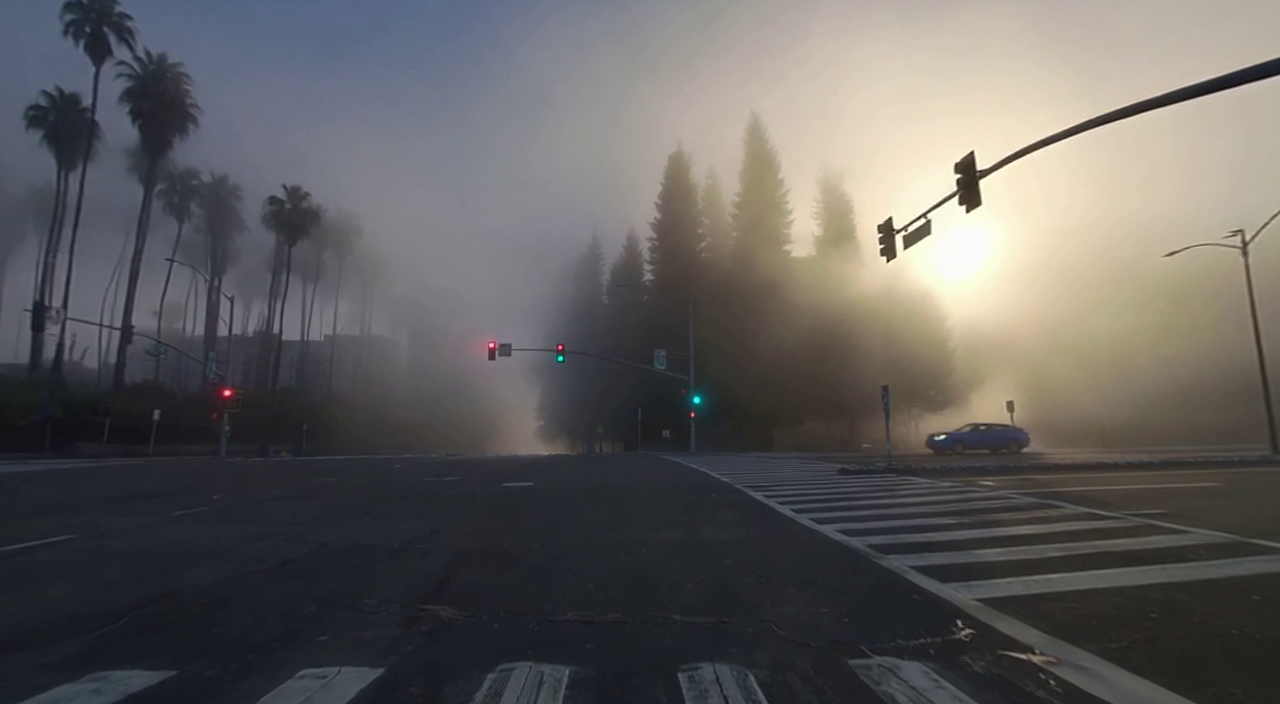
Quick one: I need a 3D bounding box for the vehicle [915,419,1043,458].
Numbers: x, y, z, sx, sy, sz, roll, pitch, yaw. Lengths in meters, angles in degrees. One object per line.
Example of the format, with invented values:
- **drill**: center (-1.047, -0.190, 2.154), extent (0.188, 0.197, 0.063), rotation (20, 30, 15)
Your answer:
- **vehicle**: center (15.794, 4.063, 29.439), extent (4.820, 1.751, 2.050), rotation (0, -8, -2)
